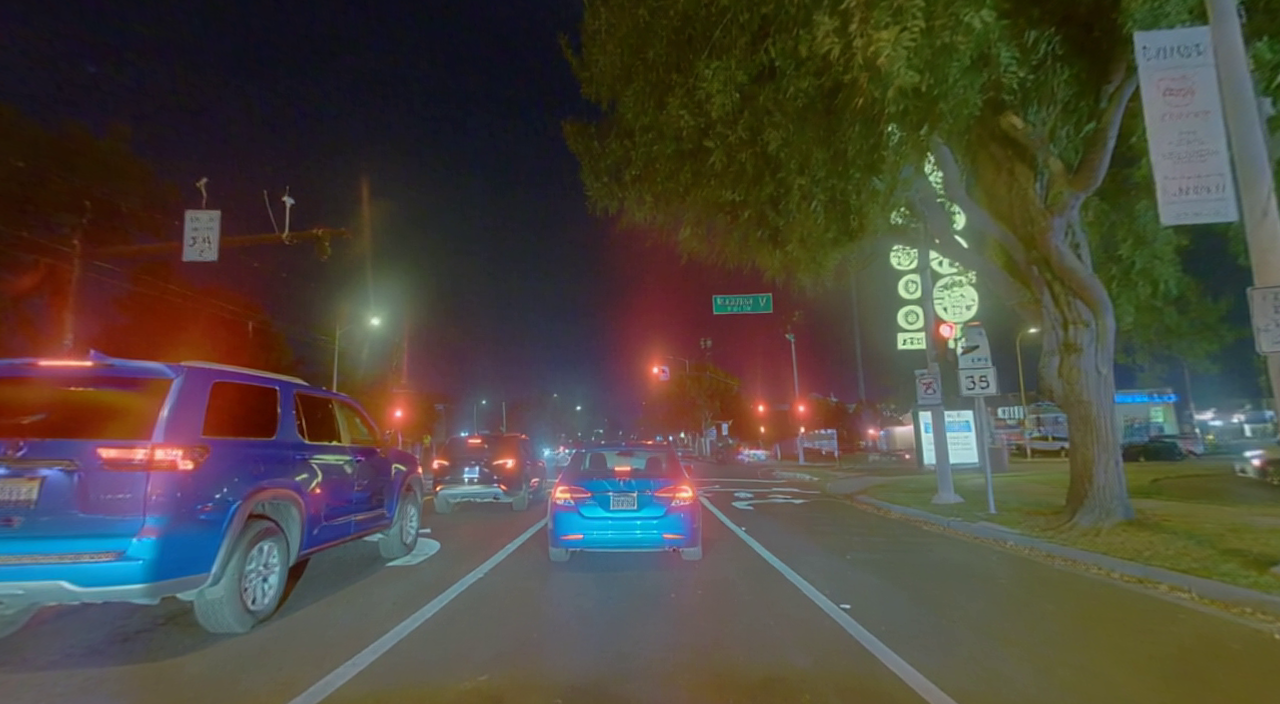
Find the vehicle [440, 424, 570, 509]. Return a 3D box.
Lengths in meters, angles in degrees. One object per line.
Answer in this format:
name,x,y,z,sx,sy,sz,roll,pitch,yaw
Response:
vehicle,-2.917,2.595,14.599,2.047,1.664,4.148,0,-8,1

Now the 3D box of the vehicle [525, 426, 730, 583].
vehicle,-0.154,1.776,8.171,1.966,1.481,4.146,0,-8,-1

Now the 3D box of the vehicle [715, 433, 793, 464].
vehicle,6.859,5.807,37.769,4.116,1.719,2.069,-5,-10,28

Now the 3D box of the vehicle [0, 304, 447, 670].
vehicle,-3.809,1.129,6.220,2.152,2.118,5.066,0,-8,0

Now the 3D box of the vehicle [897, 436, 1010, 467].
vehicle,16.031,5.123,32.341,4.809,1.476,1.845,-2,-9,10
